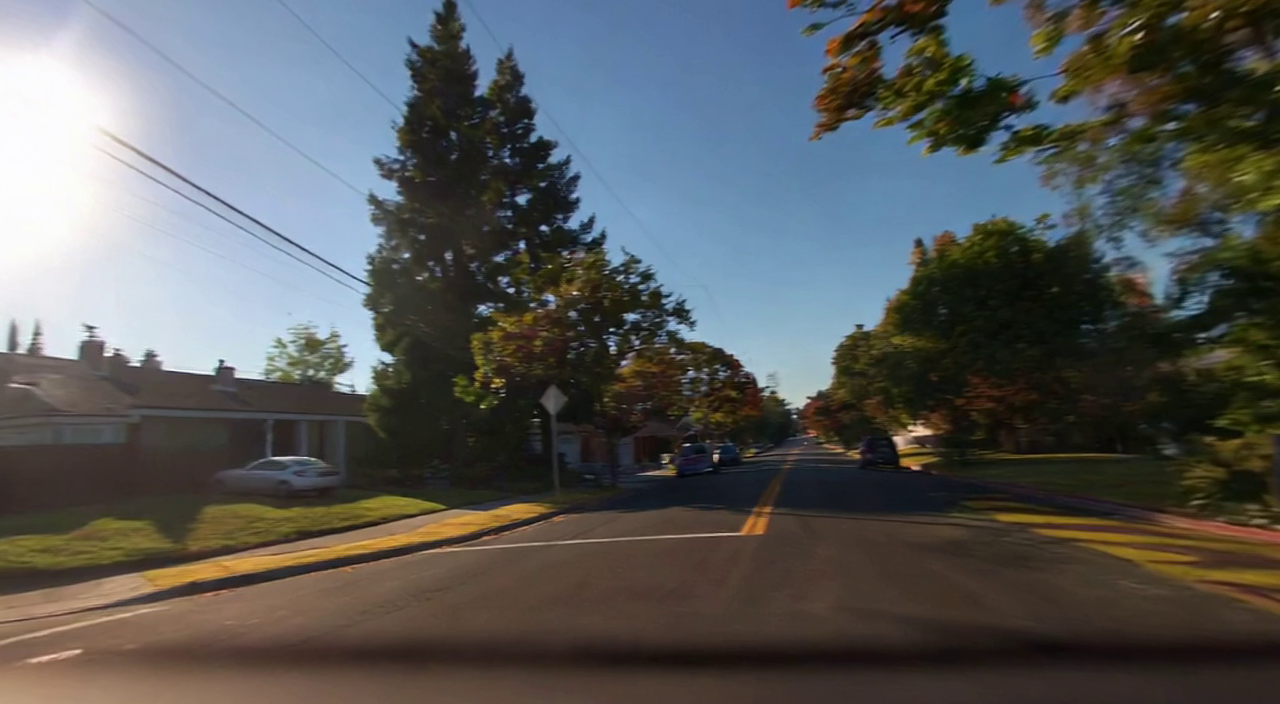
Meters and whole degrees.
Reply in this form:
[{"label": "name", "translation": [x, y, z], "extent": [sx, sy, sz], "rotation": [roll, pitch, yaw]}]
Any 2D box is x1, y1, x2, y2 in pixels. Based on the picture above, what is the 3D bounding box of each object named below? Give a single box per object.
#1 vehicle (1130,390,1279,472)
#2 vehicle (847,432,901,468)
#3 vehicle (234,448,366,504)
[{"label": "vehicle", "translation": [16.032, 2.256, 17.506], "extent": [2.445, 1.935, 5.238], "rotation": [-4, -9, 24]}, {"label": "vehicle", "translation": [12.278, 5.166, 33.224], "extent": [2.085, 1.792, 4.176], "rotation": [-2, -9, 13]}, {"label": "vehicle", "translation": [-12.045, 4.529, 22.563], "extent": [1.919, 1.447, 3.896], "rotation": [-9, -18, 14]}]
